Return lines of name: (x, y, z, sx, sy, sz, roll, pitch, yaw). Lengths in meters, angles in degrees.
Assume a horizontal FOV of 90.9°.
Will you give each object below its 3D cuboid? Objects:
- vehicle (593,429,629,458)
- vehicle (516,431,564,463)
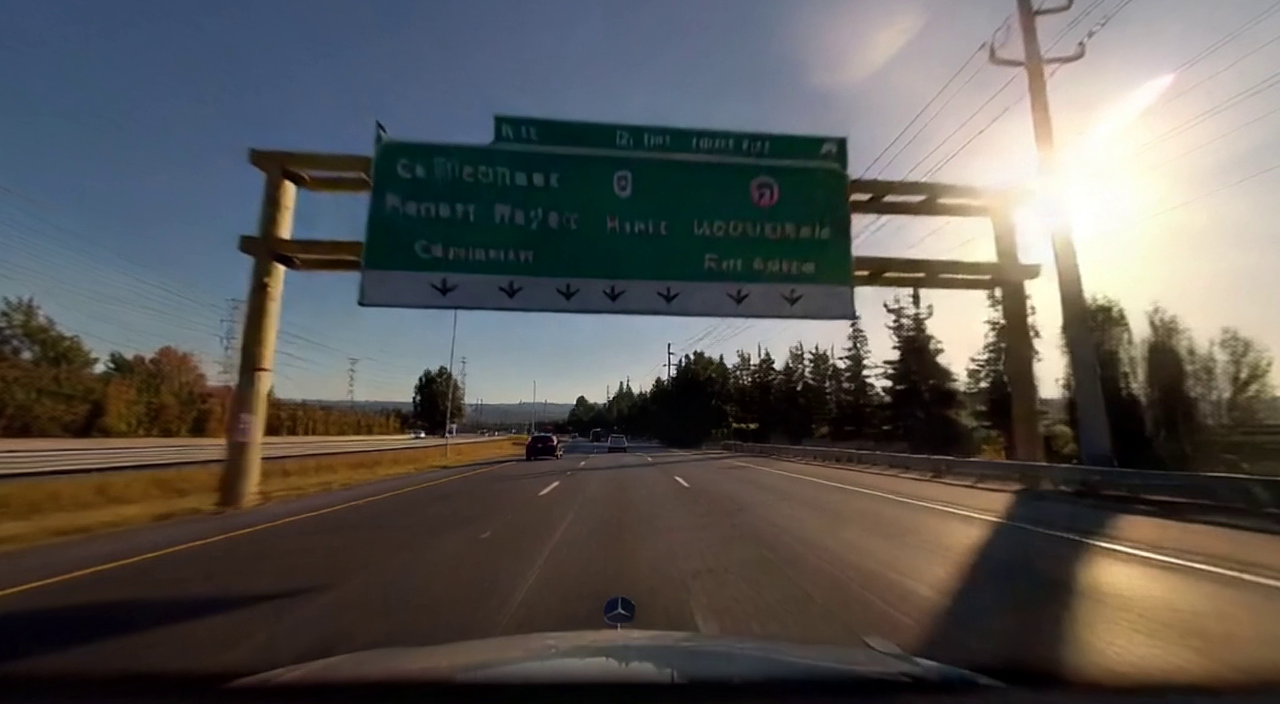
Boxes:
vehicle: (-1.759, 5.728, 39.500, 2.159, 1.690, 3.720, 0, -7, -1)
vehicle: (-5.410, 5.158, 34.490, 2.100, 1.590, 4.077, 0, -7, -2)
